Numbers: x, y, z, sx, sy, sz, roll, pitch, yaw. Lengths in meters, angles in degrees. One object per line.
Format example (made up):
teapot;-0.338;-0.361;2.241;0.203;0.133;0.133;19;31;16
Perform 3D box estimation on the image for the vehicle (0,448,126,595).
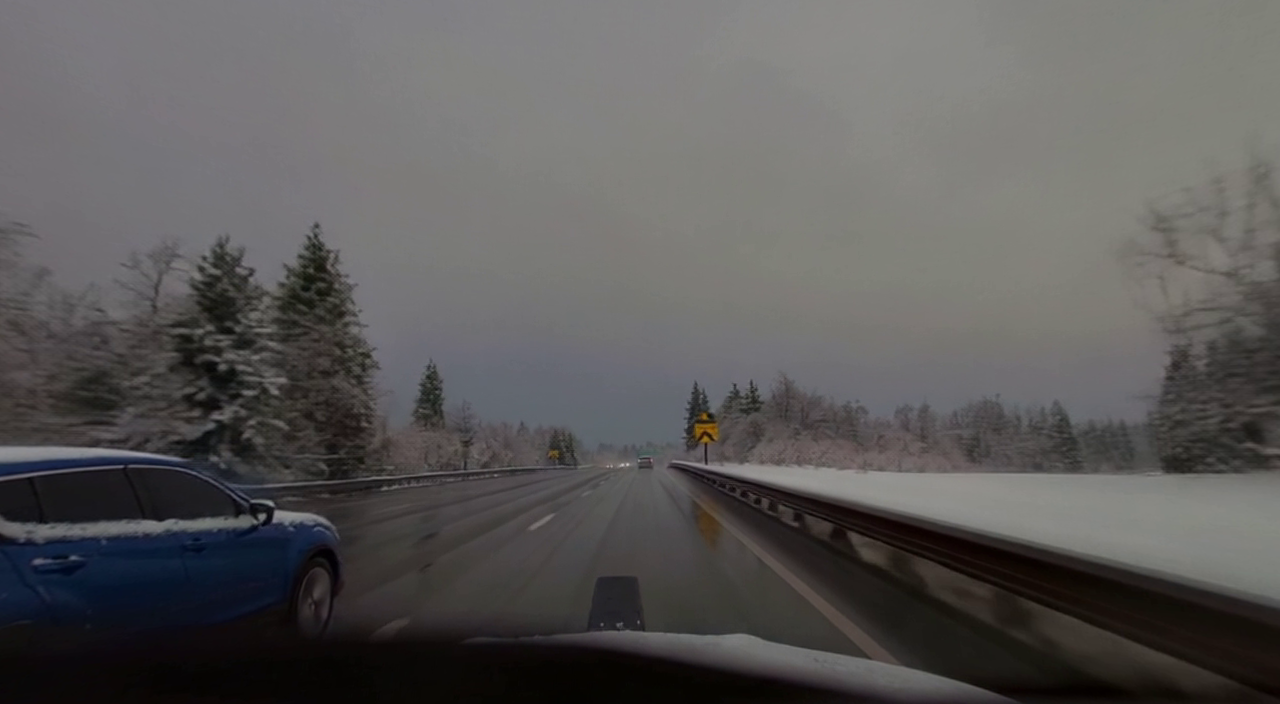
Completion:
vehicle;-7.867;1.769;6.423;2.003;1.554;3.757;0;-9;1
